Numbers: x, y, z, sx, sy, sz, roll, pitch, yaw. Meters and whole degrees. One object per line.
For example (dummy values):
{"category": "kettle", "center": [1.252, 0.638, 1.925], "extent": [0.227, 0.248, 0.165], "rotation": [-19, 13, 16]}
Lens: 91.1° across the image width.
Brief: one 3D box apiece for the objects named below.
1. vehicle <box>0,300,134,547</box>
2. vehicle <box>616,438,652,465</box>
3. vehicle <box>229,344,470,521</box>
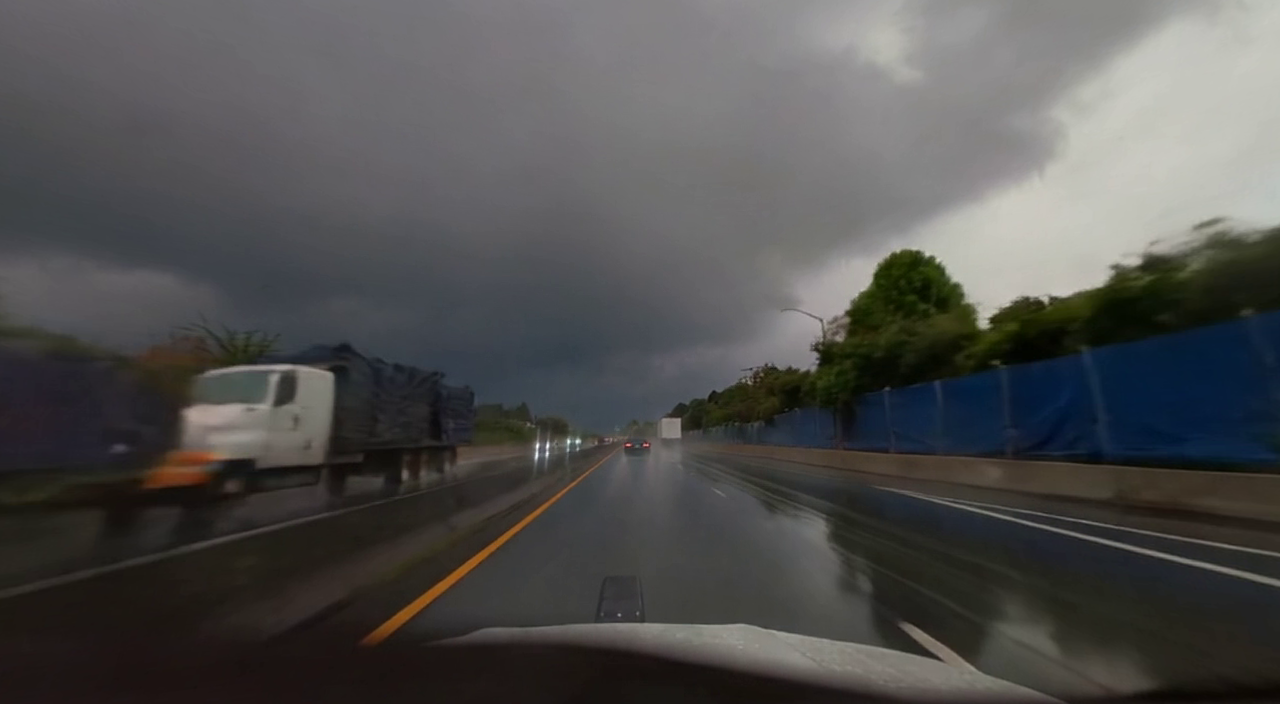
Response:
{"category": "vehicle", "center": [-12.687, 0.658, 7.041], "extent": [3.059, 4.267, 13.103], "rotation": [0, -9, 0]}
{"category": "vehicle", "center": [-0.362, 5.756, 36.624], "extent": [2.004, 1.472, 4.075], "rotation": [0, -8, -1]}
{"category": "vehicle", "center": [-8.332, 2.602, 20.113], "extent": [3.129, 4.014, 10.246], "rotation": [-4, -8, -2]}
